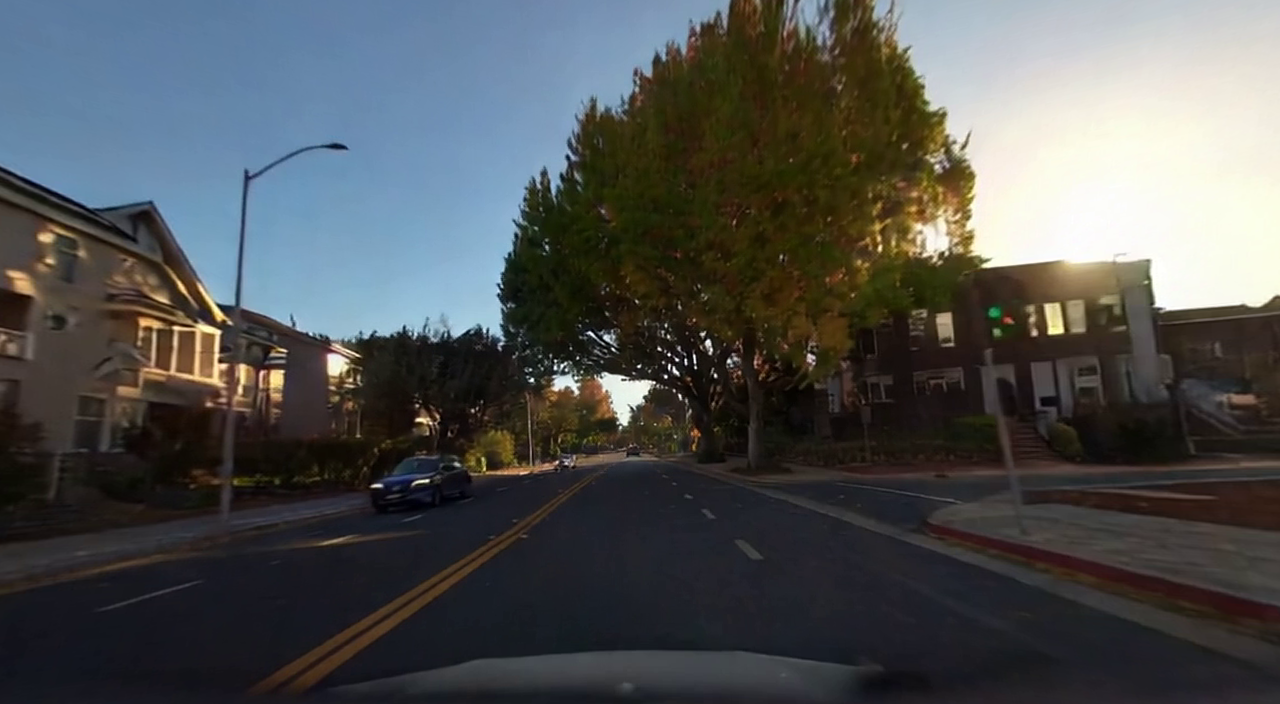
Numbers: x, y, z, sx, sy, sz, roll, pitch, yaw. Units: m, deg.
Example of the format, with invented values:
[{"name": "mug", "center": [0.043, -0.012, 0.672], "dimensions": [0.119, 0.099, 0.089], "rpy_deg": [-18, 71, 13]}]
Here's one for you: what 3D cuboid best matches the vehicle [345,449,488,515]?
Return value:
[{"name": "vehicle", "center": [-5.747, 3.375, 16.998], "dimensions": [2.243, 1.476, 4.729], "rpy_deg": [0, -9, -2]}]
